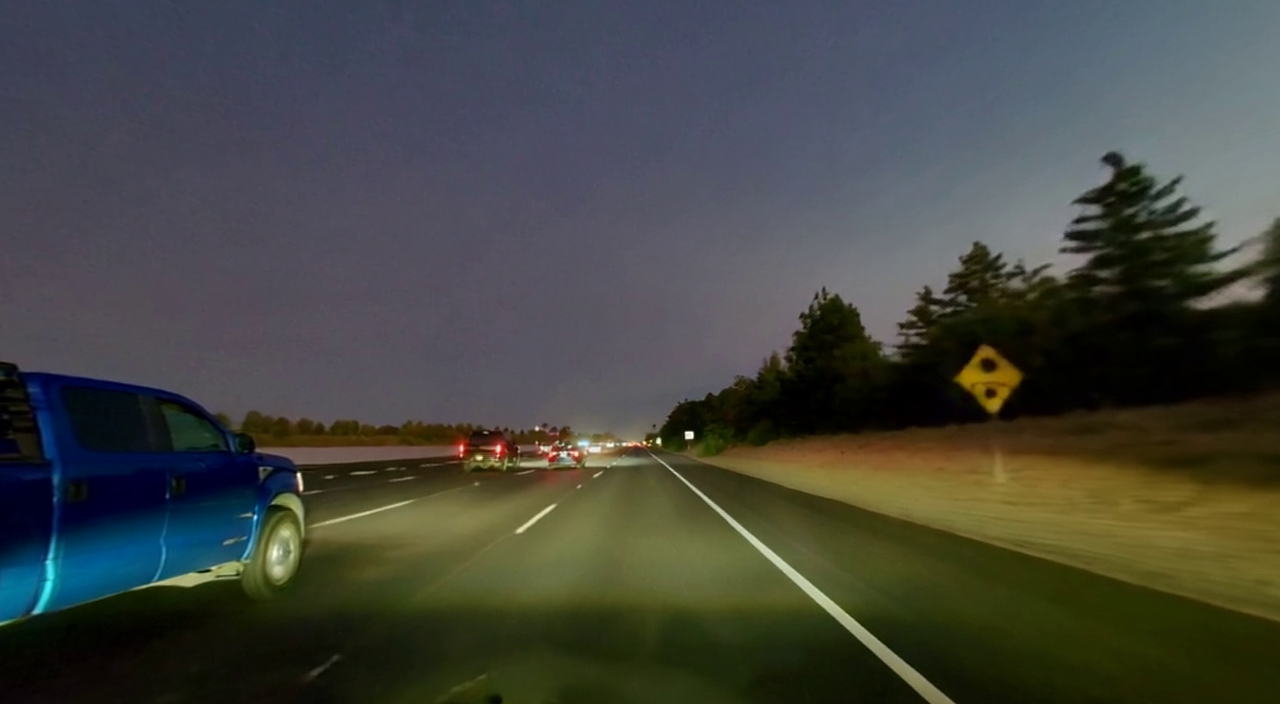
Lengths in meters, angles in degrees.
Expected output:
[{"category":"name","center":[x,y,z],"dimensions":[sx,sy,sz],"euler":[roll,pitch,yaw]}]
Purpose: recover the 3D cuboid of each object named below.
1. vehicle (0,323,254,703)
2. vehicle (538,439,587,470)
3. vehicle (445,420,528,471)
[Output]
[{"category":"vehicle","center":[-4.009,0.659,2.059],"dimensions":[2.200,1.807,5.041],"euler":[0,-9,1]},{"category":"vehicle","center":[-4.012,5.408,33.304],"dimensions":[2.012,1.509,4.359],"euler":[0,-9,1]},{"category":"vehicle","center":[-7.521,4.702,31.593],"dimensions":[2.594,2.254,6.028],"euler":[0,-9,0]}]
